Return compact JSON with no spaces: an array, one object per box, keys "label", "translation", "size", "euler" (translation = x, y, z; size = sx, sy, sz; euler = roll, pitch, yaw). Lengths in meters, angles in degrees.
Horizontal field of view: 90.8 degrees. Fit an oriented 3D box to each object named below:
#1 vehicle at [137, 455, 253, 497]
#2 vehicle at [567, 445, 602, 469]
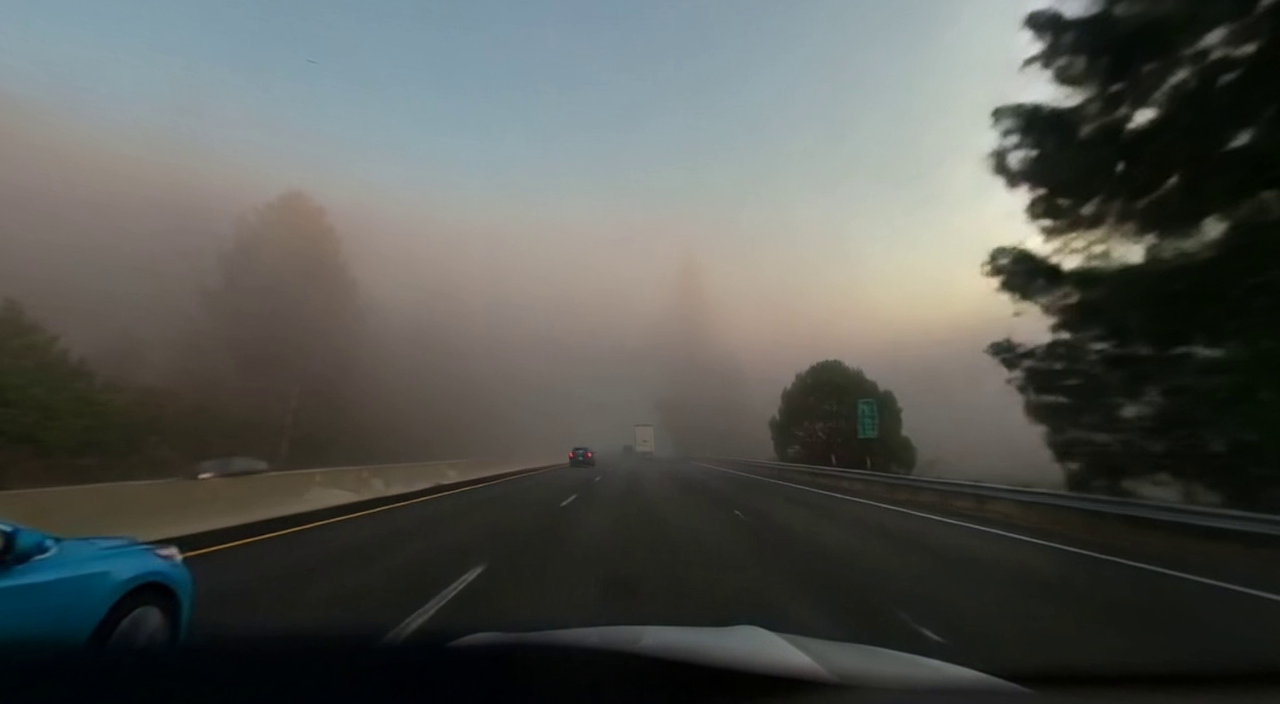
[{"label":"vehicle","translation":[-16.811,4.659,24.072],"size":[1.741,1.423,3.652],"euler":[0,-9,0]},{"label":"vehicle","translation":[-3.679,7.014,42.310],"size":[2.018,1.548,3.849],"euler":[0,-9,-1]}]
